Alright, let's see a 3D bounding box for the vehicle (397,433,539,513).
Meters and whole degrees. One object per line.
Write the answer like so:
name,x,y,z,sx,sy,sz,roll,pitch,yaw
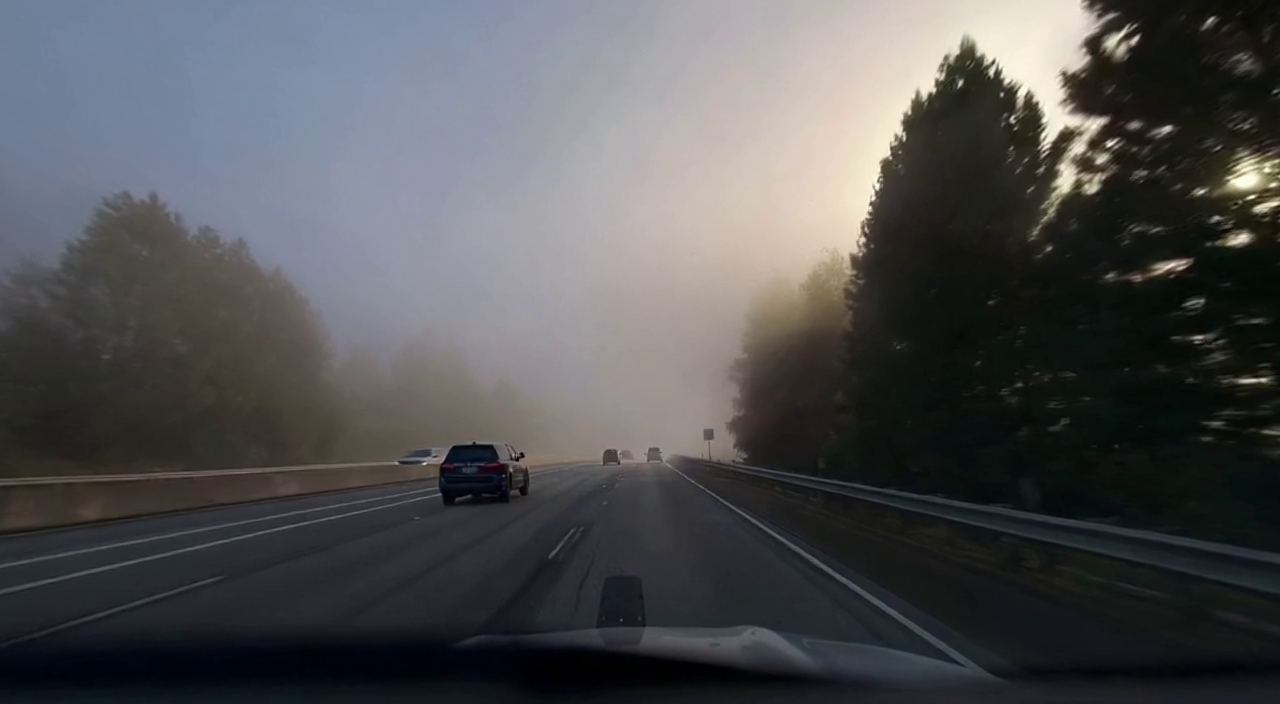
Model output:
vehicle,-4.061,2.944,15.899,2.188,1.692,4.623,0,-9,1
